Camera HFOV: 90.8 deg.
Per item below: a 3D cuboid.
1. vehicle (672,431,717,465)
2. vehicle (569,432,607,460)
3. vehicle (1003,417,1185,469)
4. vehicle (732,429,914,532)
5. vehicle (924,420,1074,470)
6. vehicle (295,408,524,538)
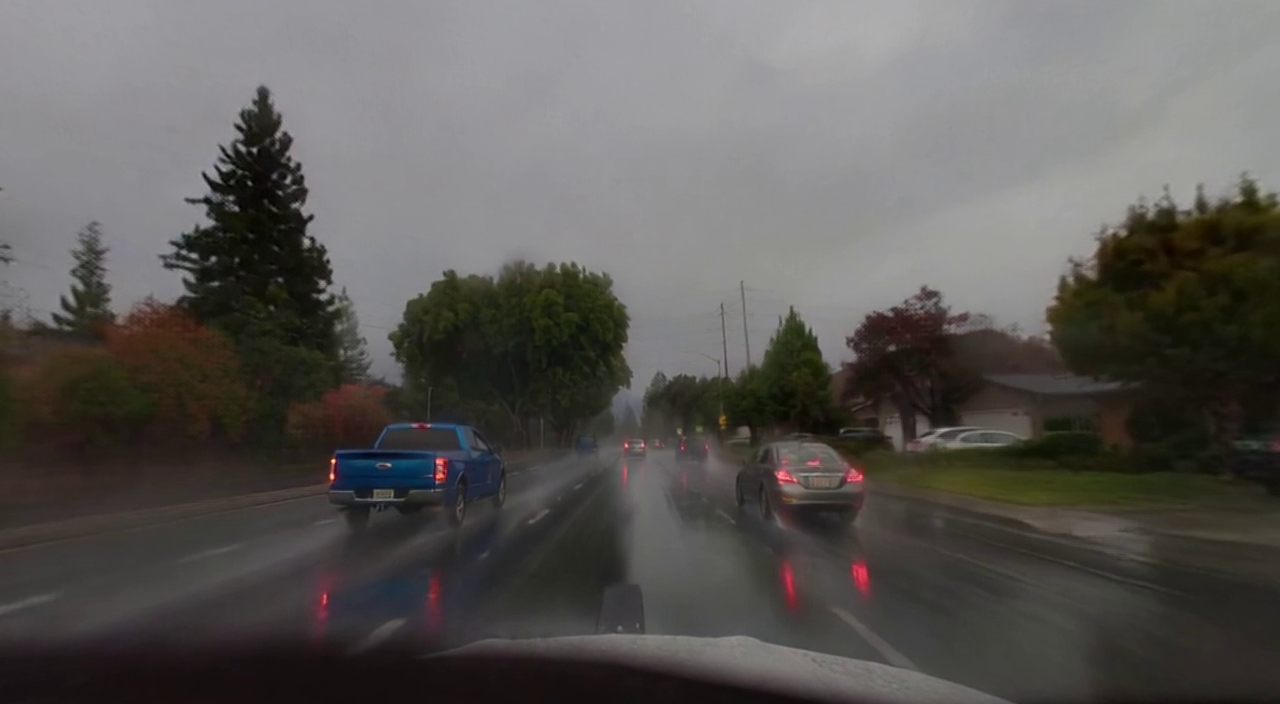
[{"bbox_3d":[3.090,5.549,36.649,2.099,1.845,4.363,0,-8,-2],"label":"vehicle"},{"bbox_3d":[-3.525,6.549,43.873,2.218,1.829,4.492,0,-8,0],"label":"vehicle"},{"bbox_3d":[15.245,3.100,21.472,4.530,1.661,2.015,-1,-8,3],"label":"vehicle"},{"bbox_3d":[2.945,2.162,11.250,1.884,1.463,4.195,0,-8,-1],"label":"vehicle"},{"bbox_3d":[13.977,3.655,24.825,4.647,1.841,2.009,0,-8,-2],"label":"vehicle"},{"bbox_3d":[-3.614,2.026,11.269,2.111,1.745,5.274,0,-8,0],"label":"vehicle"}]
